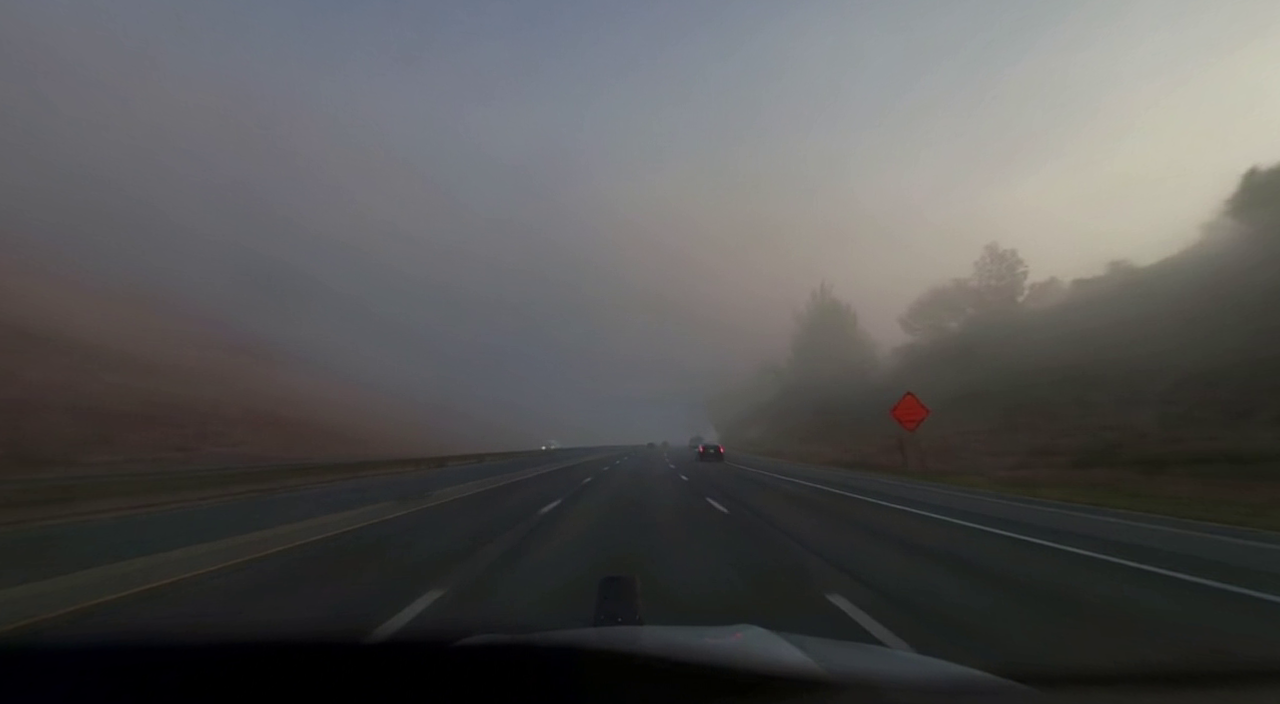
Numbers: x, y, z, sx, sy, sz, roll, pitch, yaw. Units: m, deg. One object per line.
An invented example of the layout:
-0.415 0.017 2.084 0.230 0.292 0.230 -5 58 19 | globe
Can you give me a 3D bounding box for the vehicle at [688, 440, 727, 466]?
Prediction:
4.145 6.238 39.067 1.943 1.490 4.246 0 -8 0 | vehicle
